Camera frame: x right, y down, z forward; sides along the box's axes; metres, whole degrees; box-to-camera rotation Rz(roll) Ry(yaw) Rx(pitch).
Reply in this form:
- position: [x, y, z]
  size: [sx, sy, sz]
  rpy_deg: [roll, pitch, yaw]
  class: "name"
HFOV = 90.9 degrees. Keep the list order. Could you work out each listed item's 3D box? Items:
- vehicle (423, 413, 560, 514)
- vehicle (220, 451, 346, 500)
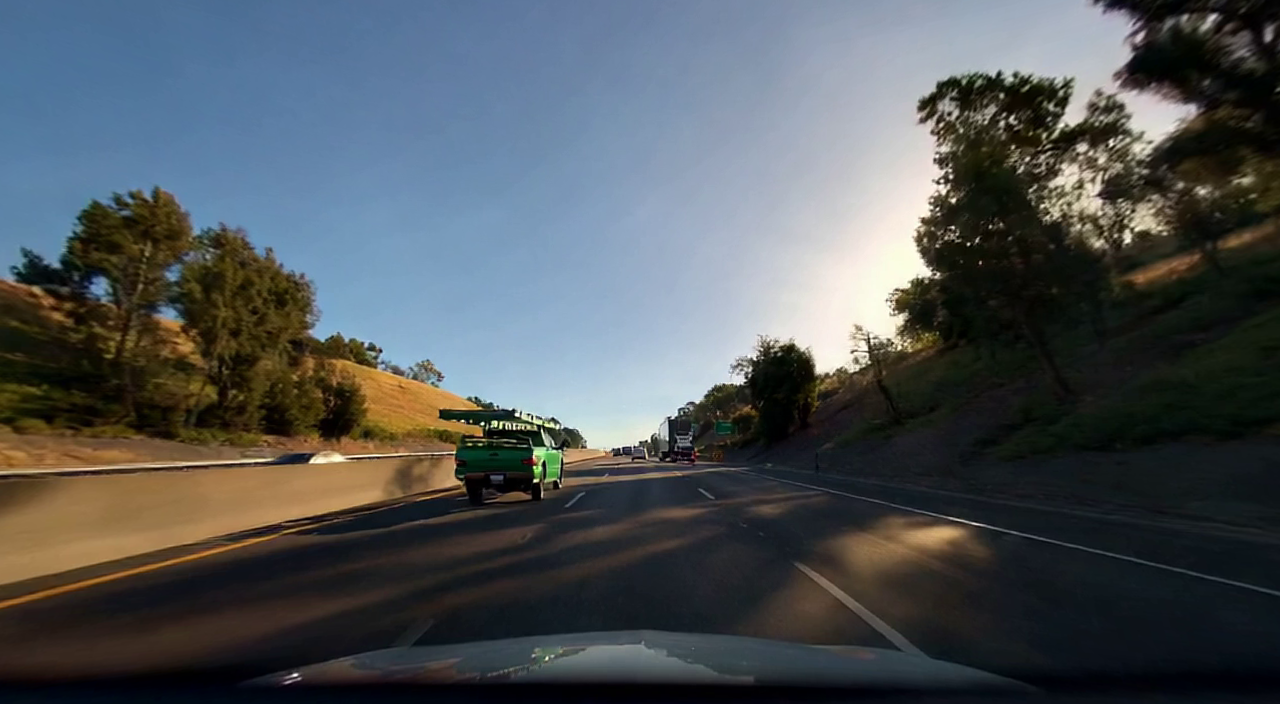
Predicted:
- position: [-3.308, 2.617, 15.122]
  size: [2.142, 2.044, 4.446]
  rpy_deg: [0, -9, 1]
  class: "vehicle"
- position: [-11.833, 4.080, 21.269]
  size: [1.706, 1.473, 4.346]
  rpy_deg: [0, -9, 0]
  class: "vehicle"
